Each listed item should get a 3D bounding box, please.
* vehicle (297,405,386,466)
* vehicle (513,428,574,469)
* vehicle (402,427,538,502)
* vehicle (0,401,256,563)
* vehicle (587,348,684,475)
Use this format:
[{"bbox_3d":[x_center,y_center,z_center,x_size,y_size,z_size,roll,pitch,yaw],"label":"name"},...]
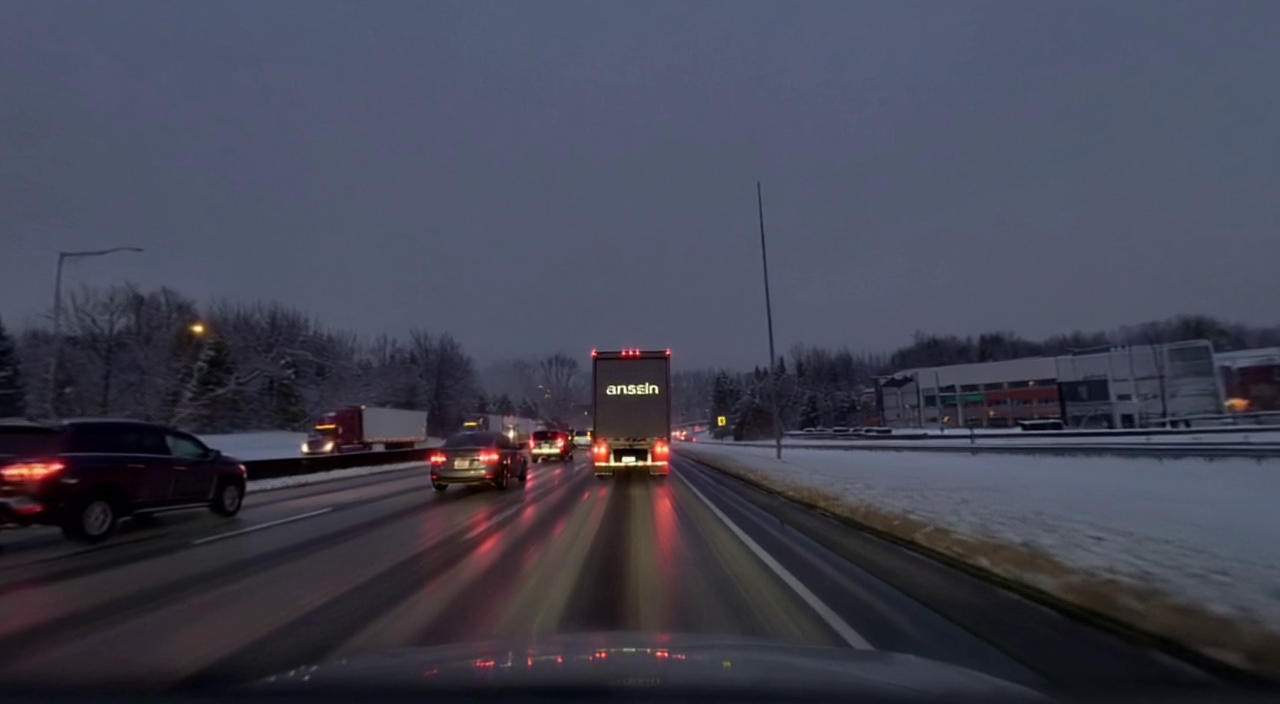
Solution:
[{"bbox_3d":[-22.005,6.220,46.845,3.113,4.229,6.375,0,-8,3],"label":"vehicle"},{"bbox_3d":[-4.074,4.122,27.100,1.946,1.599,4.073,0,-8,0],"label":"vehicle"},{"bbox_3d":[-3.838,2.601,15.048,1.964,1.507,4.361,0,-8,1],"label":"vehicle"},{"bbox_3d":[-7.777,1.663,8.814,1.998,1.698,4.461,0,-8,-1],"label":"vehicle"},{"bbox_3d":[-0.301,2.679,26.287,3.171,4.204,11.036,0,-8,-2],"label":"vehicle"}]
